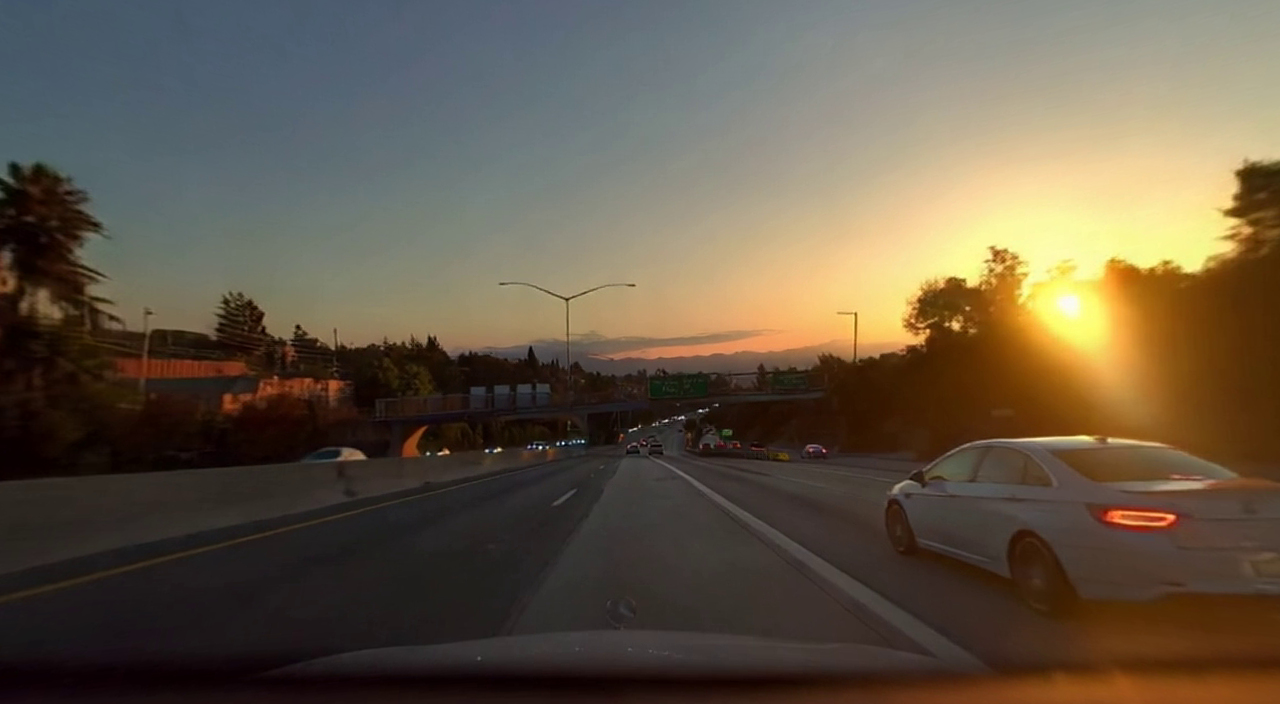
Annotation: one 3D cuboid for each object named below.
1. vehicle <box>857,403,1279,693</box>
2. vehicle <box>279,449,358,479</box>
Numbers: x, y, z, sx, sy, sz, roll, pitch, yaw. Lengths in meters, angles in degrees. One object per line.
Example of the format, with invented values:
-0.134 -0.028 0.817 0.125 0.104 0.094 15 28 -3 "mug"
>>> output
3.855 1.361 5.715 2.018 1.477 4.800 0 -8 -1 "vehicle"
-14.546 5.055 28.824 1.620 1.198 3.811 0 -8 0 "vehicle"
